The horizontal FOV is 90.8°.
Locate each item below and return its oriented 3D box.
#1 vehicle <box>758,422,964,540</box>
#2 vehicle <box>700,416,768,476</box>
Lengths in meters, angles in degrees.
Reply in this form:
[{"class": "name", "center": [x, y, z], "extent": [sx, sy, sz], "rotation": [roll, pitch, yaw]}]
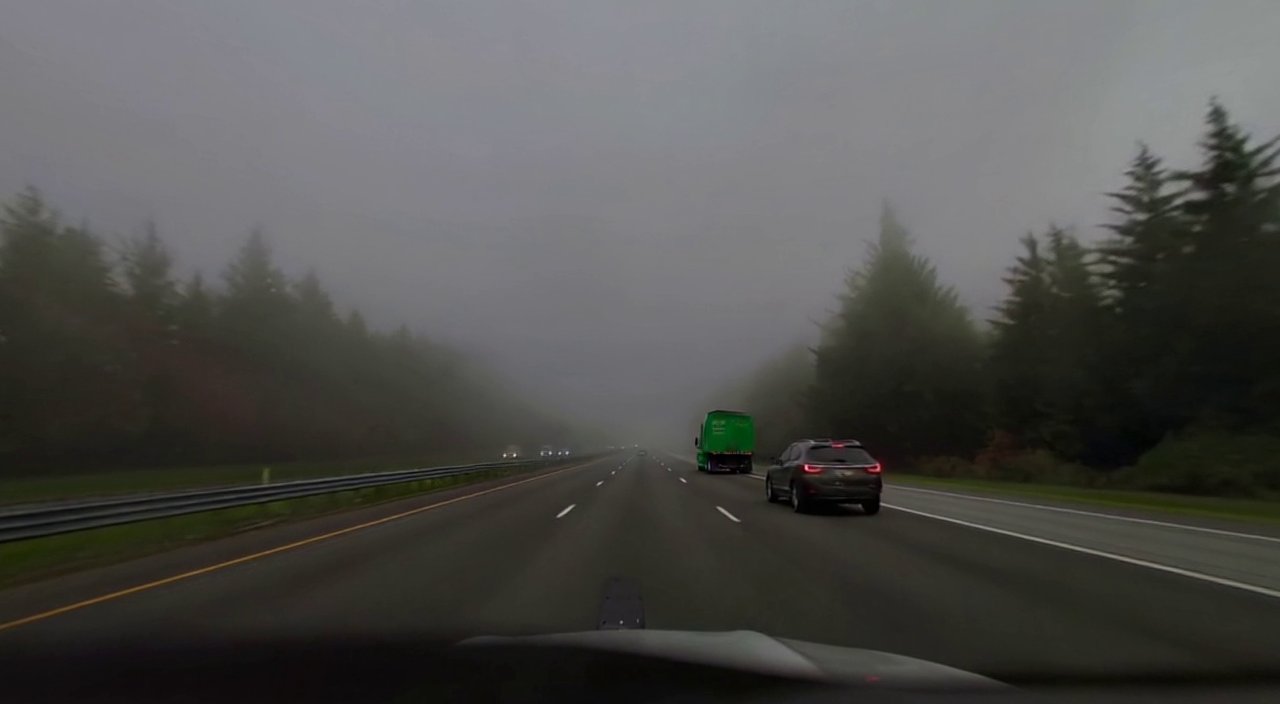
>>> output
[{"class": "vehicle", "center": [3.435, 2.091, 10.756], "extent": [2.019, 1.601, 3.953], "rotation": [0, -9, 0]}, {"class": "vehicle", "center": [4.337, 4.515, 30.140], "extent": [2.300, 2.564, 5.643], "rotation": [0, -9, -1]}]
